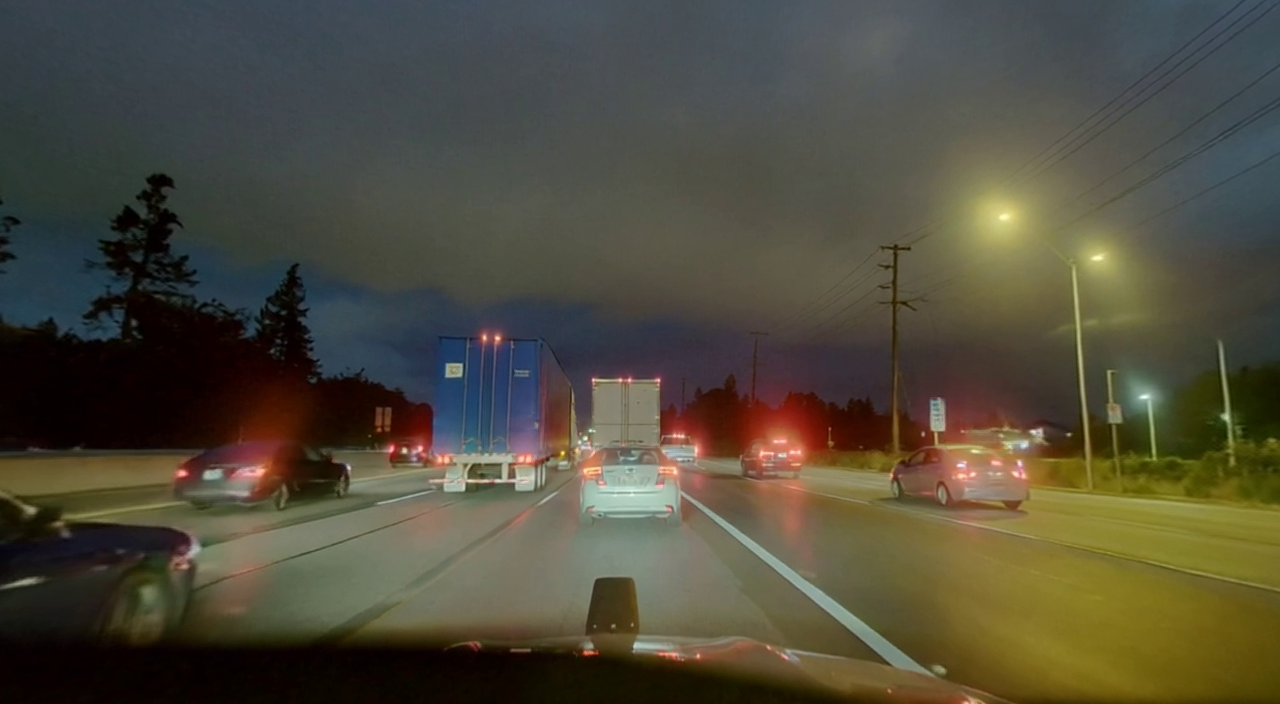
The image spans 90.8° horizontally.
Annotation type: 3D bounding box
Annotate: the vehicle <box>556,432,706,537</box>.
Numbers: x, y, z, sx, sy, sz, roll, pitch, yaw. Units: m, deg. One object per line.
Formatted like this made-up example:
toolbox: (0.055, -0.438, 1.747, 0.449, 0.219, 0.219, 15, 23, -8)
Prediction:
vehicle: (-0.221, 2.183, 10.998, 2.112, 1.463, 4.012, 0, -9, -3)

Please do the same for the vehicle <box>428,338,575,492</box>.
vehicle: (-4.781, 3.100, 26.703, 3.150, 4.298, 17.928, 0, -9, -3)

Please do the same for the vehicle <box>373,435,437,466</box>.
vehicle: (-13.483, 5.697, 36.629, 2.148, 1.678, 4.851, 1, -9, -4)

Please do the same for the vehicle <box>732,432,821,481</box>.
vehicle: (5.029, 3.919, 23.931, 2.023, 1.676, 4.002, 1, -9, -7)

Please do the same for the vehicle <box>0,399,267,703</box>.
vehicle: (-3.631, 0.826, 1.877, 2.090, 1.463, 4.968, 0, -9, -1)

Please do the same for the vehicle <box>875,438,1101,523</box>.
vehicle: (6.670, 2.475, 12.778, 1.878, 1.406, 4.164, 1, -9, -6)
